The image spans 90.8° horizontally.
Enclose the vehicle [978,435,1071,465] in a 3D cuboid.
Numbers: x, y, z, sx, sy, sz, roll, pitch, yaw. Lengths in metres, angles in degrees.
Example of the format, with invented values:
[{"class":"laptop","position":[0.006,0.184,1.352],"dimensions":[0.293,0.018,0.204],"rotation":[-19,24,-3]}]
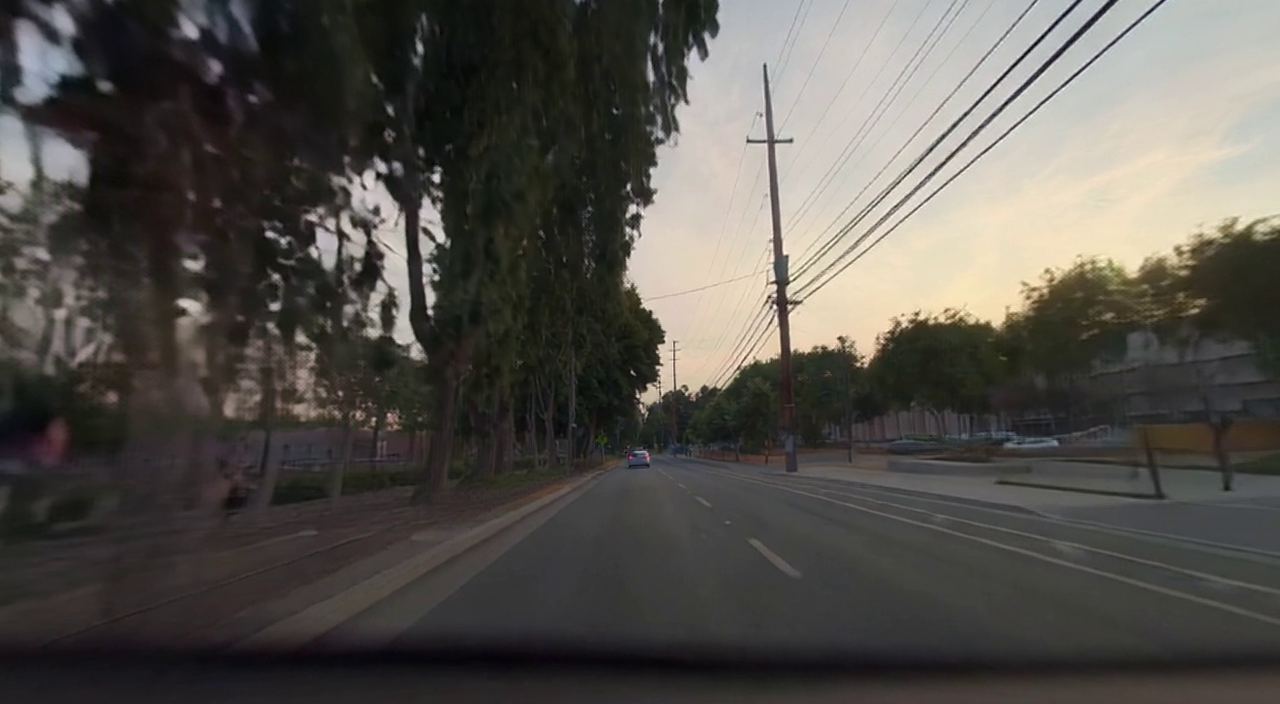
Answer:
[{"class":"vehicle","position":[26.024,6.767,43.083],"dimensions":[2.189,1.805,5.633],"rotation":[0,-10,-8]}]

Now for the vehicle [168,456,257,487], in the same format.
[{"class":"vehicle","position":[-25.658,7.145,38.169],"dimensions":[2.016,1.661,4.674],"rotation":[0,-8,1]}]

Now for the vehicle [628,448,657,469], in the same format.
[{"class":"vehicle","position":[0.159,7.916,47.137],"dimensions":[2.109,1.501,4.042],"rotation":[0,-8,0]}]
